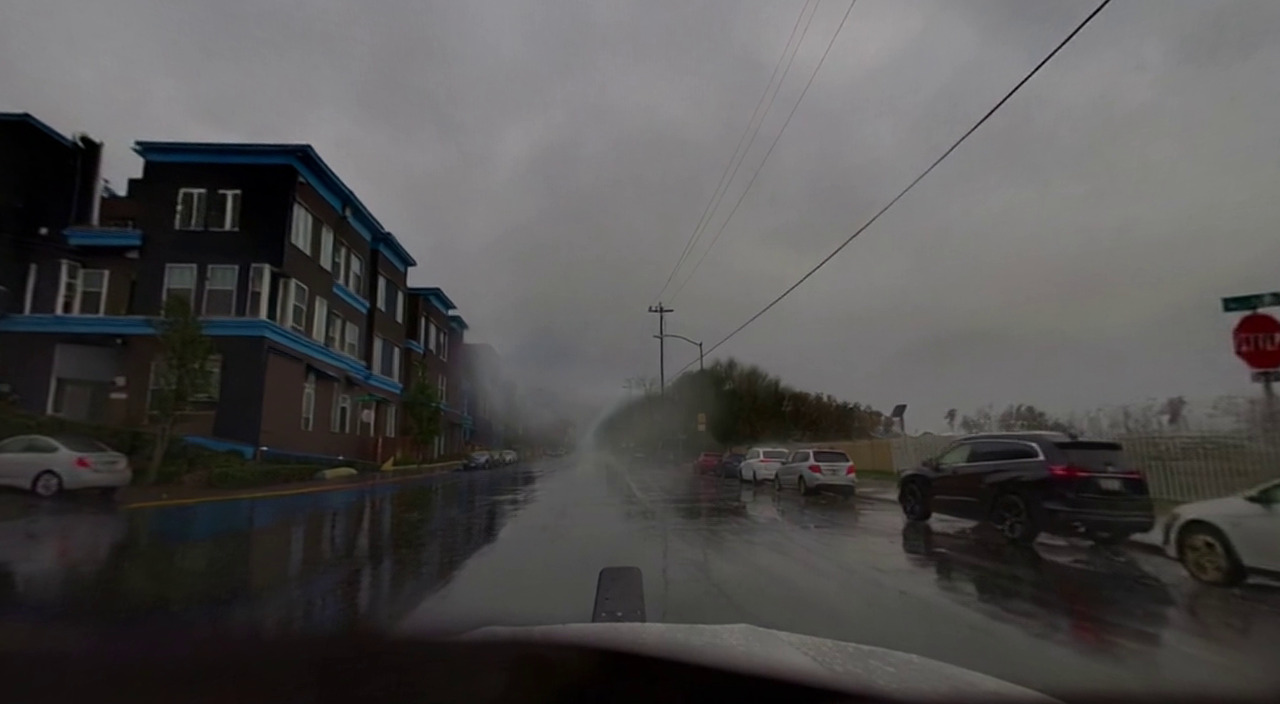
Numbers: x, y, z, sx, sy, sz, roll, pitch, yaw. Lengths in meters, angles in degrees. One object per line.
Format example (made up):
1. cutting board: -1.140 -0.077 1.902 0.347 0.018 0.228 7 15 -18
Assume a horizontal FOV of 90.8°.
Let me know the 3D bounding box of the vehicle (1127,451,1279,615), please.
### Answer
1. vehicle: 6.459 1.475 4.875 1.900 1.368 4.176 0 -8 -3

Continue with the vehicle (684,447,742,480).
1. vehicle: 3.518 5.473 31.380 1.901 1.495 4.340 1 -8 -6

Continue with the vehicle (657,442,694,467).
1. vehicle: 2.604 7.671 47.387 2.386 1.752 4.376 0 -8 -3

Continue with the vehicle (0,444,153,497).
1. vehicle: -16.404 3.173 17.118 4.603 1.335 1.889 2 -9 -14

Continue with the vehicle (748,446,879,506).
1. vehicle: 5.012 3.622 19.118 2.122 1.554 4.777 1 -8 -7

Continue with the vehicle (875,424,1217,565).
1. vehicle: 5.959 2.108 10.277 1.917 1.704 4.840 1 -8 -7
